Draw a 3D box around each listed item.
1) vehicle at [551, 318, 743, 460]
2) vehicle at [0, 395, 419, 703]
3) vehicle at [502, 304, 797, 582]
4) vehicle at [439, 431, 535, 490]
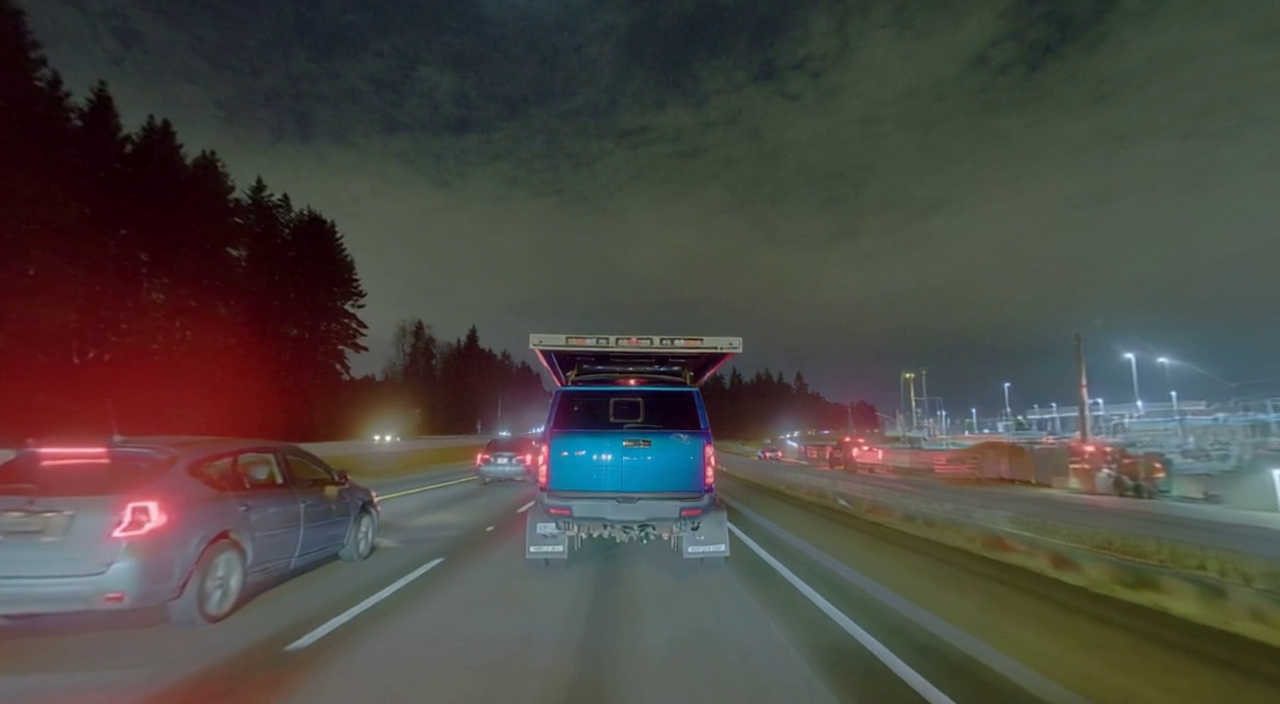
[{"bbox_3d":[-0.032,0.763,9.511,2.156,1.604,4.680,0,-9,-3],"label":"vehicle"},{"bbox_3d":[-3.916,1.338,5.582,2.155,1.513,4.964,0,-9,0],"label":"vehicle"},{"bbox_3d":[-0.174,1.607,11.194,2.735,2.597,10.435,1,-9,-3],"label":"vehicle"},{"bbox_3d":[-4.803,3.477,20.520,2.057,1.665,4.572,0,-9,-1],"label":"vehicle"}]
